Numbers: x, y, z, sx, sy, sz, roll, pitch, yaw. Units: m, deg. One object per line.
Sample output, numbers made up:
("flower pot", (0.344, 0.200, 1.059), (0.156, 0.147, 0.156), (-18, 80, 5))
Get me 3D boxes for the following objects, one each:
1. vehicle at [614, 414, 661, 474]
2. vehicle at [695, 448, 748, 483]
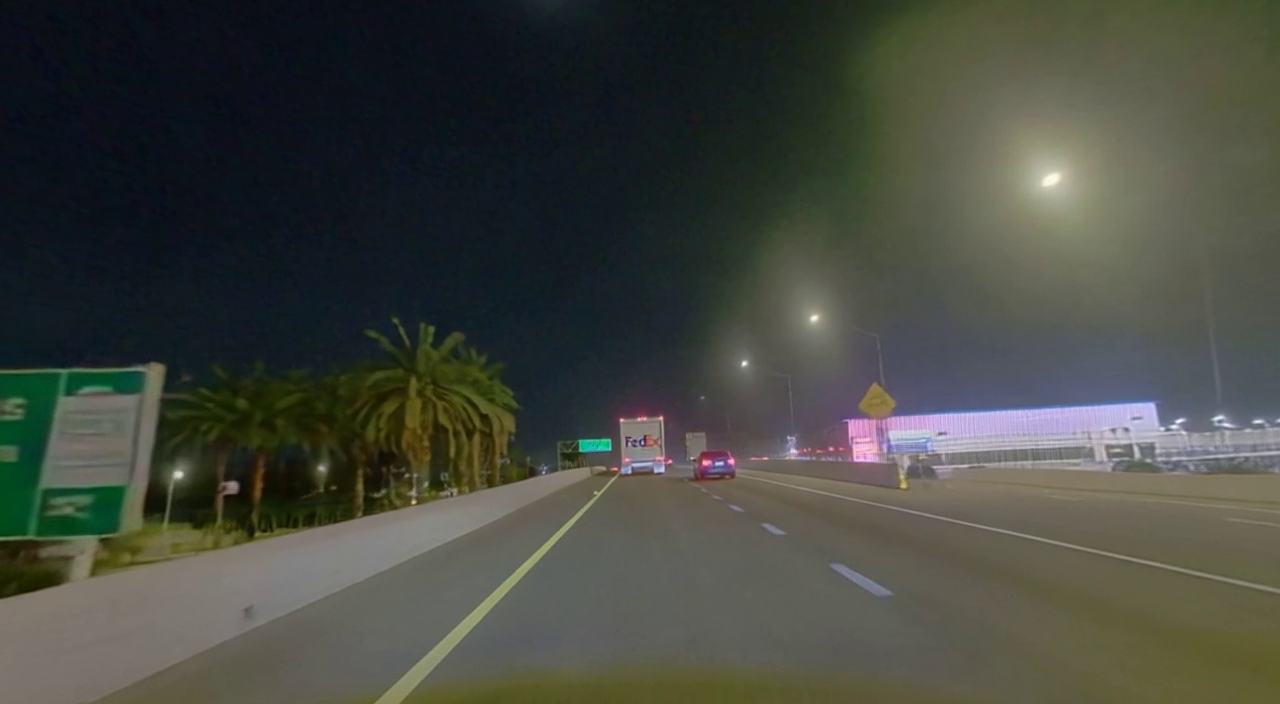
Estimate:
("vehicle", (-0.244, 7.262, 49.366), (3.243, 4.134, 11.656), (0, -9, 0))
("vehicle", (3.912, 5.557, 31.087), (1.966, 1.558, 4.238), (0, -9, -1))
